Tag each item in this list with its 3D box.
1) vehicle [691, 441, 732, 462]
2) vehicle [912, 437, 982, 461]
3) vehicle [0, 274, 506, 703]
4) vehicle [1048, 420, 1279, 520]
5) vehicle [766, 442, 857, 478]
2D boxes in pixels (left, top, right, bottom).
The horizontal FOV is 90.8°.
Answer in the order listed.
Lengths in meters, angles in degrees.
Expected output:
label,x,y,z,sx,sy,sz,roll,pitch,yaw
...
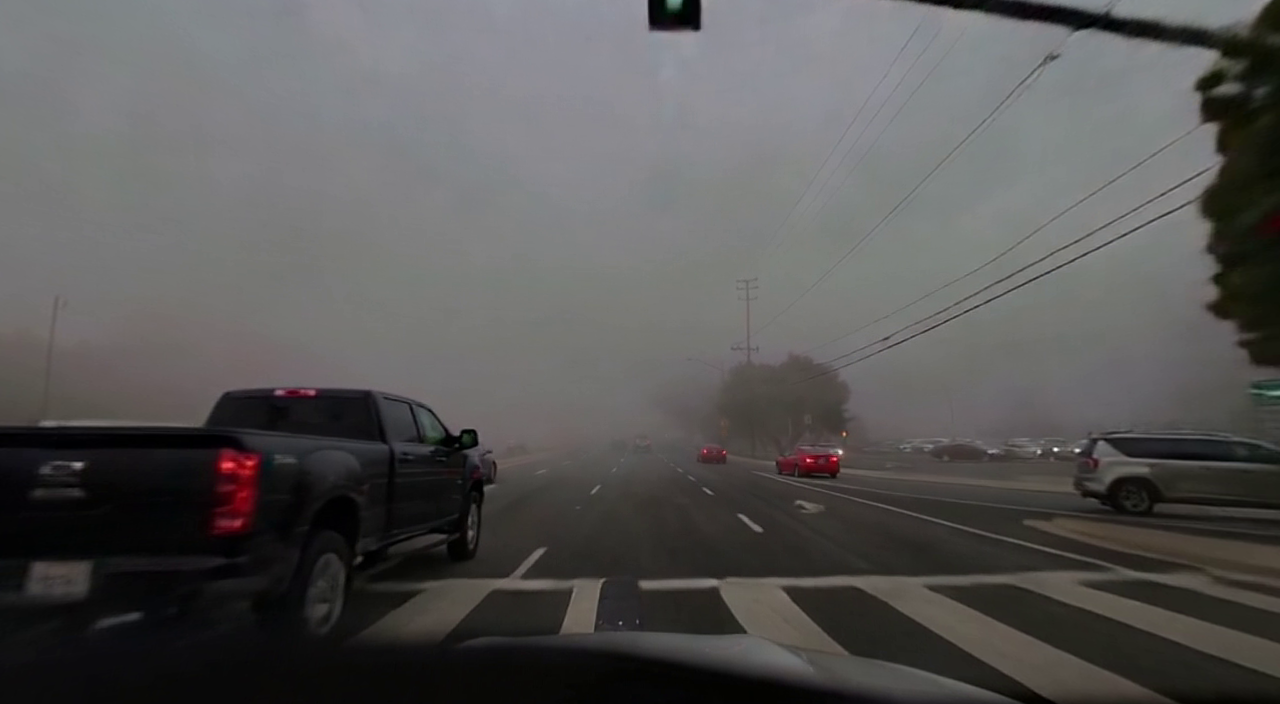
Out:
label,x,y,z,sx,sy,sz,roll,pitch,yaw
vehicle,4.994,7.048,44.896,2.071,1.435,4.226,1,-9,-5
vehicle,21.998,6.978,45.472,1.860,1.597,4.261,3,-9,-23
vehicle,-3.071,1.112,5.516,2.467,1.991,6.089,0,-8,0
vehicle,11.554,2.310,12.698,2.150,1.735,5.106,4,-10,-28
vehicle,7.442,4.710,27.902,1.840,1.428,4.602,2,-9,-14
